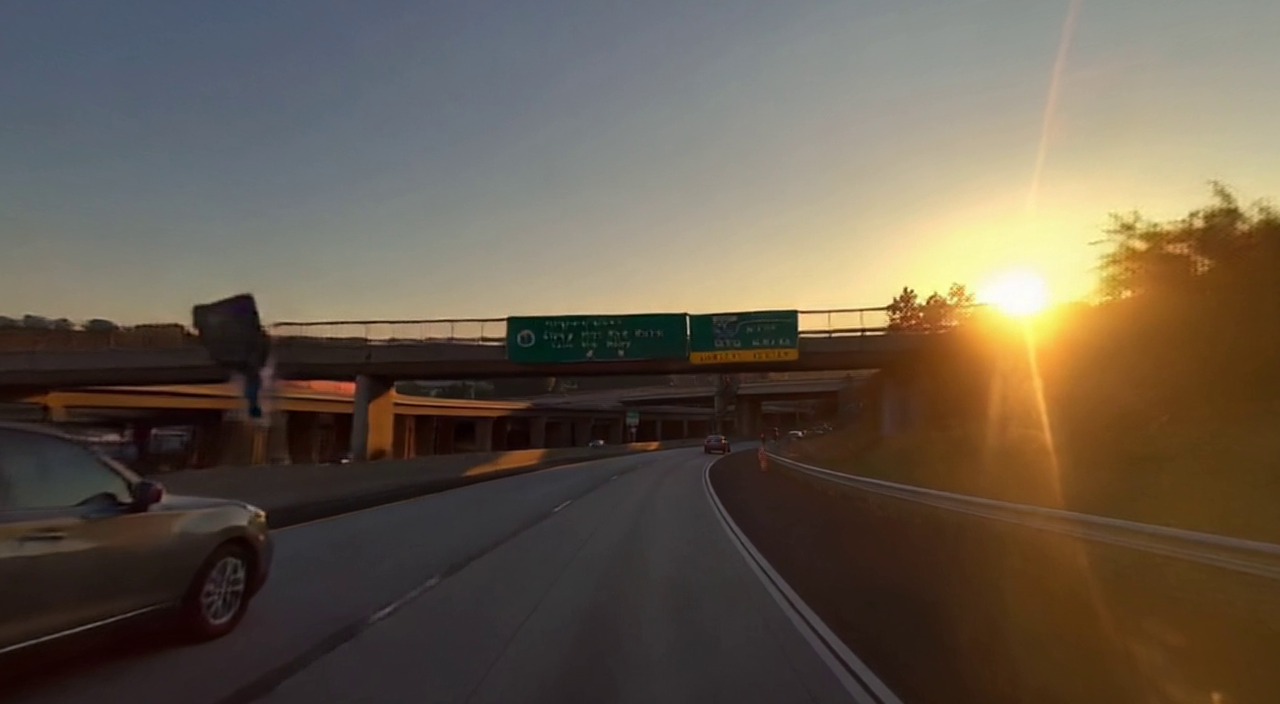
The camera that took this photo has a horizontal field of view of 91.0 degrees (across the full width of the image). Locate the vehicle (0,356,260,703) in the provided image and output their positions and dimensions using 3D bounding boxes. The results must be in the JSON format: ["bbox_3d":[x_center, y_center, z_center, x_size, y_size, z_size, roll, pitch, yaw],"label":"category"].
[{"bbox_3d":[-3.671,0.723,1.757,2.106,1.640,4.853,0,-9,1],"label":"vehicle"}]
